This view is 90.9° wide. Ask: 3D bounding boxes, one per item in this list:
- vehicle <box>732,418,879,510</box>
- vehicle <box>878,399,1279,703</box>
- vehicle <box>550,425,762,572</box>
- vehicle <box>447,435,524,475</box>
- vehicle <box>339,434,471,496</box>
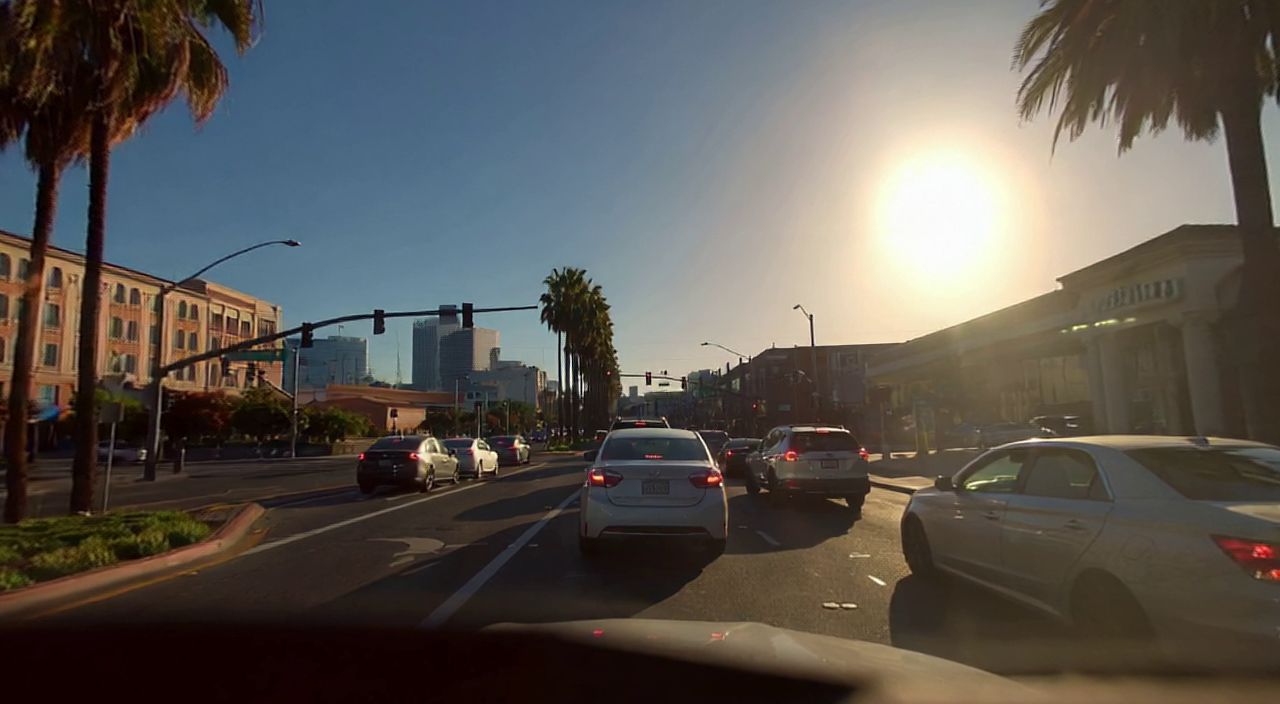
[{"bbox_3d":[3.496,2.468,14.303,2.169,1.751,4.276,0,-8,0],"label":"vehicle"},{"bbox_3d":[3.538,1.227,4.479,1.910,1.490,4.661,0,-8,1],"label":"vehicle"},{"bbox_3d":[0.178,1.787,8.458,2.140,1.474,4.026,0,-8,0],"label":"vehicle"},{"bbox_3d":[-6.041,4.096,25.219,1.822,1.456,4.396,-1,-8,2],"label":"vehicle"},{"bbox_3d":[-6.252,3.052,17.388,1.900,1.487,4.165,0,-8,2],"label":"vehicle"}]
